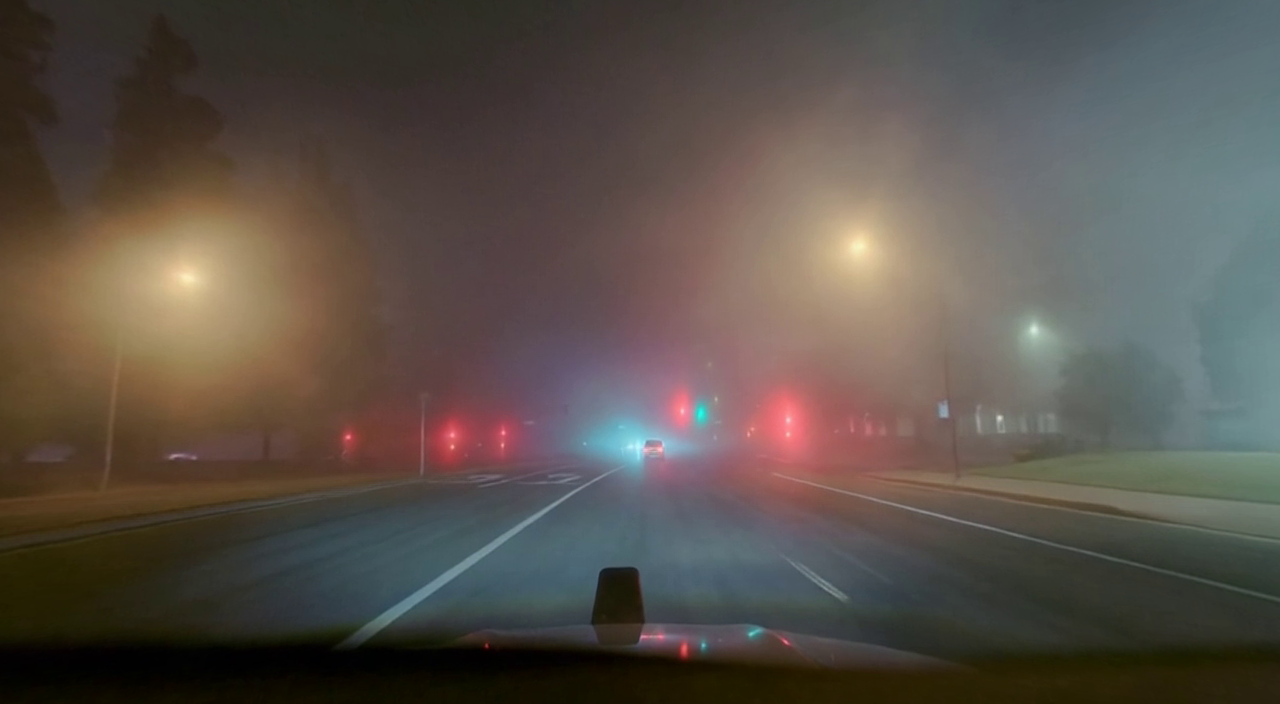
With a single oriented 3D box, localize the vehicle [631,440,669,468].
[{"bbox_3d":[0.640,5.972,37.048,2.037,1.568,3.693,-1,-9,4],"label":"vehicle"}]
